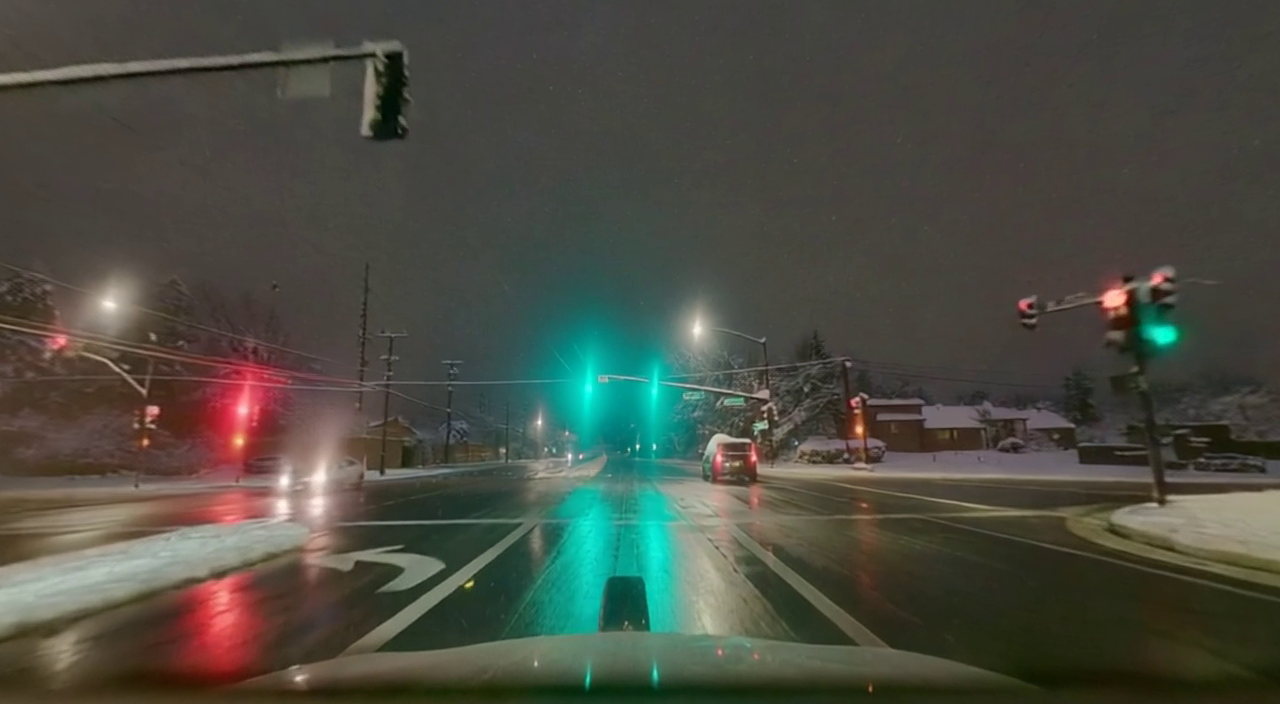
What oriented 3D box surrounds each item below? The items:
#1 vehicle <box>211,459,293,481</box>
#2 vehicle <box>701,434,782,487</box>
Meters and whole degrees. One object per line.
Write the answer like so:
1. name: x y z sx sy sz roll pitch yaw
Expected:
1. vehicle: -27.763 8.423 45.193 4.673 1.465 1.853 0 -8 -1
2. vehicle: 3.710 4.050 23.918 2.240 1.781 4.433 0 -8 -1
